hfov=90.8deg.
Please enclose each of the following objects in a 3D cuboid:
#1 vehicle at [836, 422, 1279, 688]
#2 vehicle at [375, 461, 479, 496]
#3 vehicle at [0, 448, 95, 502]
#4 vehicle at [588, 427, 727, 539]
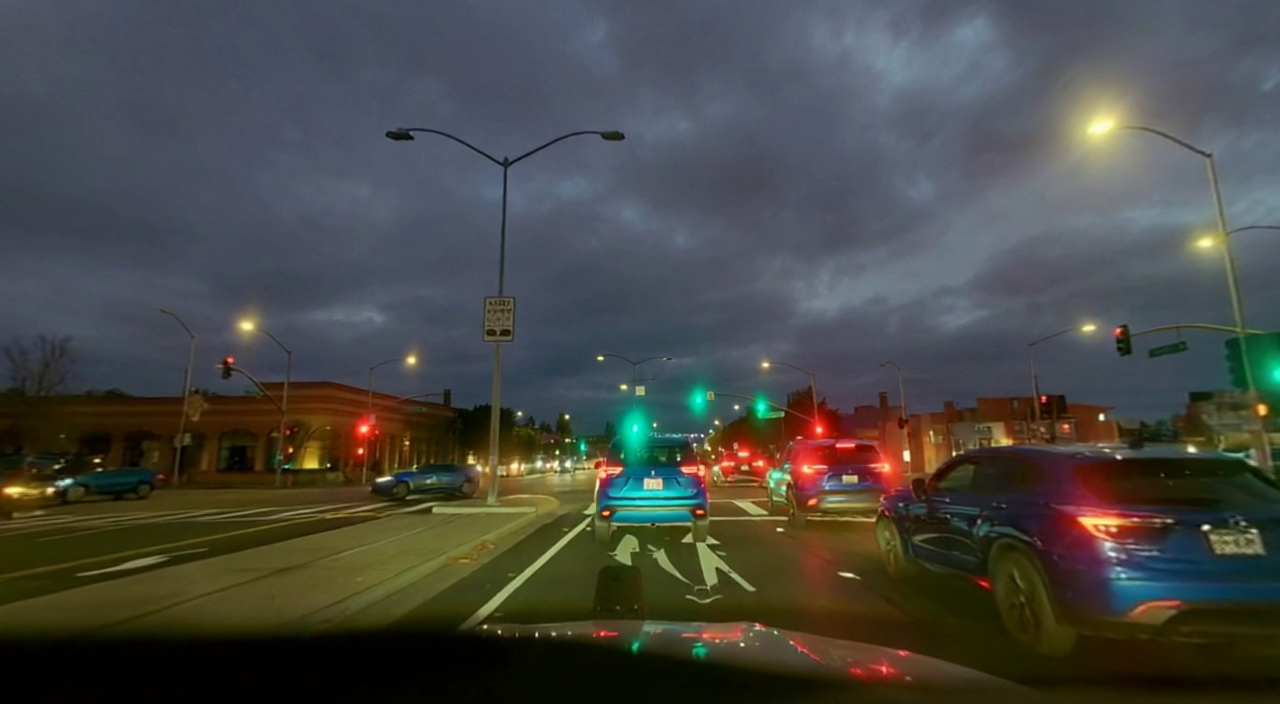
[{"bbox_3d":[3.569,1.540,6.113,2.056,1.516,4.776,-1,-9,3],"label":"vehicle"},{"bbox_3d":[-9.606,5.655,28.397,4.447,1.430,1.885,-5,-12,30],"label":"vehicle"},{"bbox_3d":[-25.017,4.779,24.783,5.062,1.946,2.243,0,-9,0],"label":"vehicle"},{"bbox_3d":[0.219,2.507,12.766,2.292,1.840,4.394,0,-9,-2],"label":"vehicle"}]
